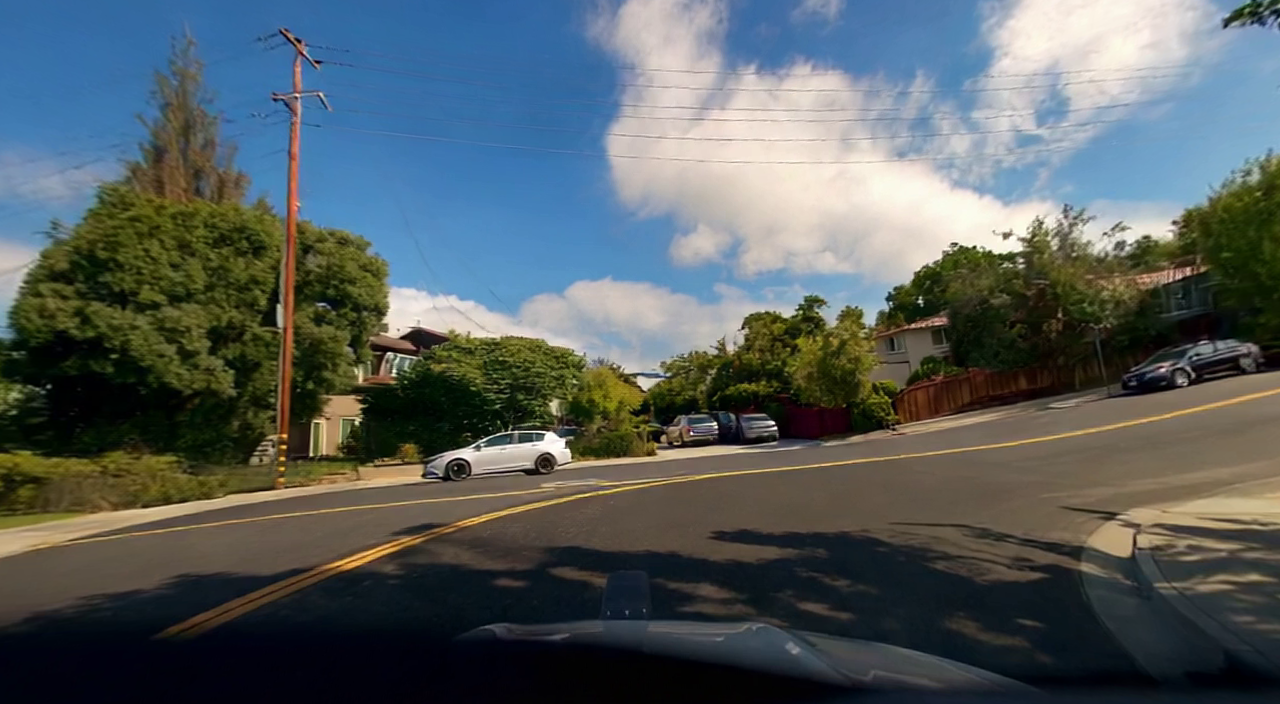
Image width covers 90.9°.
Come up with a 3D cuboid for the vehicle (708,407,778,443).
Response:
[{"bbox_3d":[5.449,4.057,34.235,2.216,1.728,5.118,1,-9,-9],"label":"vehicle"}]

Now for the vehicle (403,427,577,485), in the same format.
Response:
[{"bbox_3d":[-4.461,3.099,18.957,4.696,1.534,1.912,5,-10,-28],"label":"vehicle"}]

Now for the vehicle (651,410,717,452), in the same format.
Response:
[{"bbox_3d":[2.267,4.199,34.299,2.413,1.838,4.977,0,-3,-10],"label":"vehicle"}]
